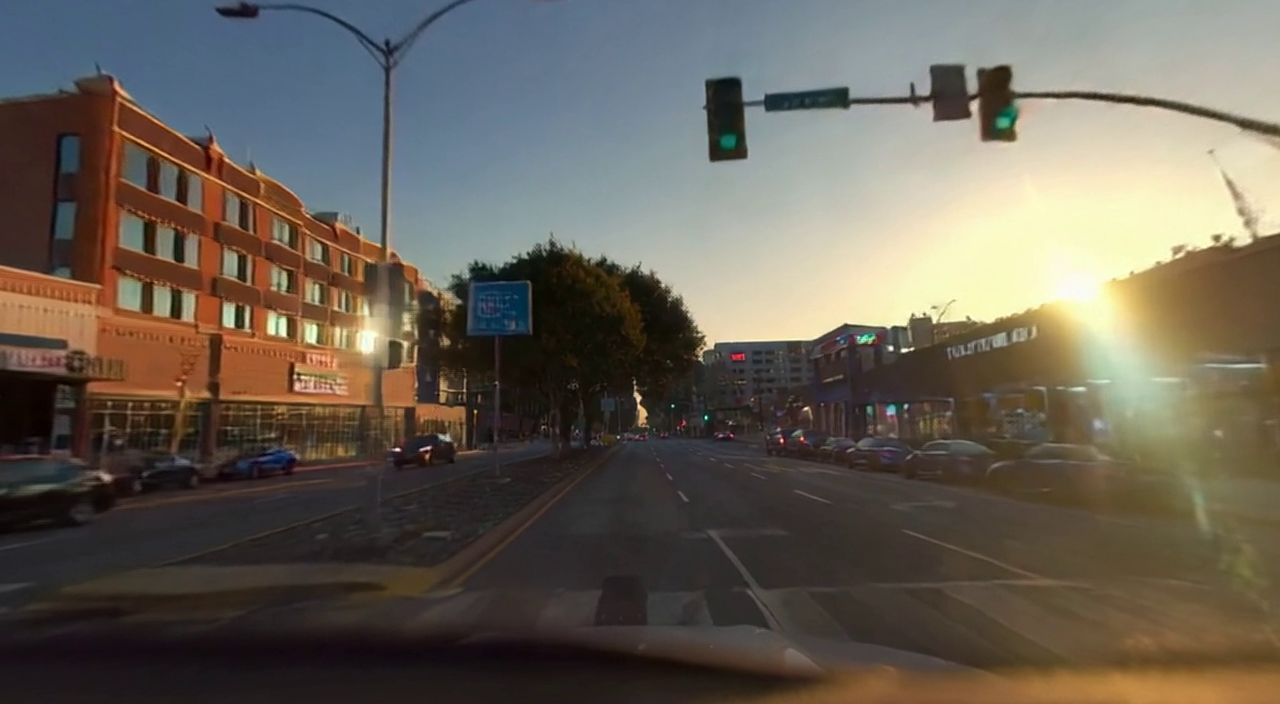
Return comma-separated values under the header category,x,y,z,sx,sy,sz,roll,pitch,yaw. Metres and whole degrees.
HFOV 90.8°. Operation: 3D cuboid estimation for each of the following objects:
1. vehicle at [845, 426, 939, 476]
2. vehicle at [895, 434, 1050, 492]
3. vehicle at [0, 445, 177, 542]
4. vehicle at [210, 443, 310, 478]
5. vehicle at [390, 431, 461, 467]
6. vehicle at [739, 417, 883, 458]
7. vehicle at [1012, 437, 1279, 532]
category,x,y,z,sx,sy,sz,roll,pitch,yaw
vehicle,9.926,3.928,25.294,1.925,1.808,4.255,0,-9,0
vehicle,9.781,3.296,19.143,1.913,1.492,4.787,0,-9,-3
vehicle,-10.977,2.417,11.233,1.943,1.501,4.626,0,-8,0
vehicle,-18.036,5.147,30.262,1.951,1.524,4.409,0,-9,1
vehicle,-11.013,5.009,32.797,2.027,1.722,4.471,0,-8,0
vehicle,9.819,5.177,37.510,6.229,2.004,6.552,-1,-9,-6
vehicle,9.677,2.454,12.402,1.948,1.483,4.645,0,-8,1
